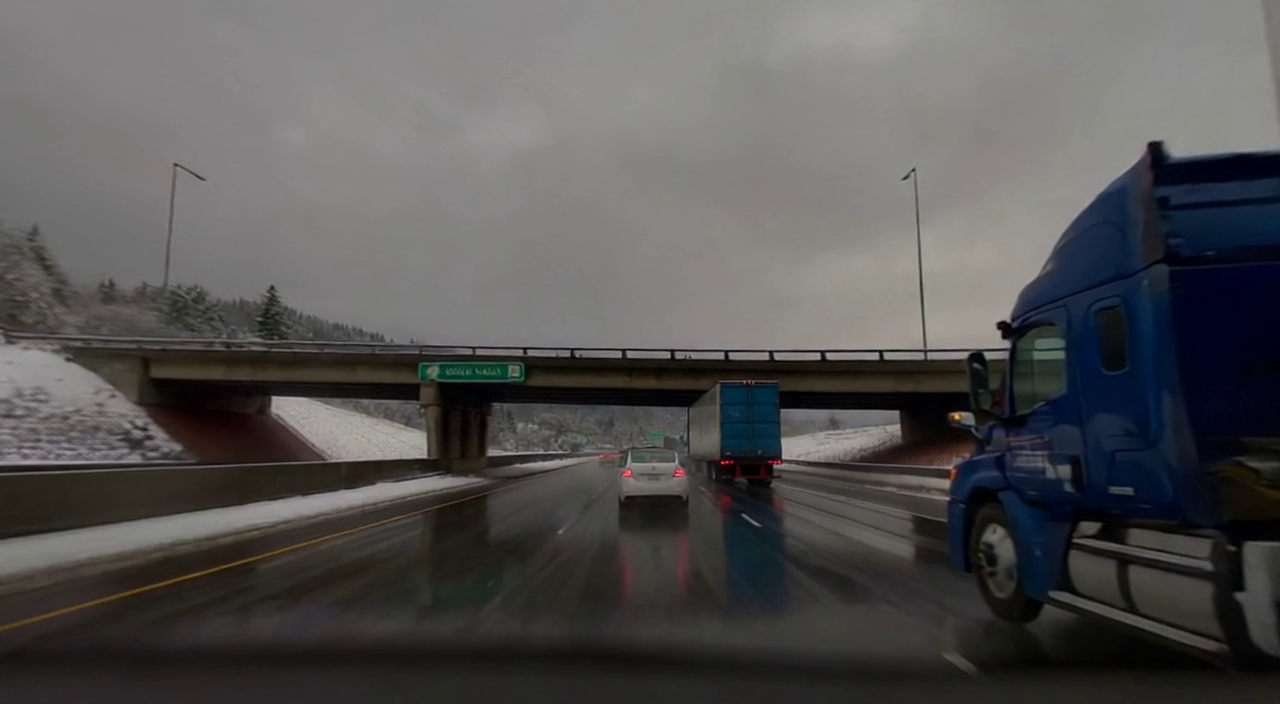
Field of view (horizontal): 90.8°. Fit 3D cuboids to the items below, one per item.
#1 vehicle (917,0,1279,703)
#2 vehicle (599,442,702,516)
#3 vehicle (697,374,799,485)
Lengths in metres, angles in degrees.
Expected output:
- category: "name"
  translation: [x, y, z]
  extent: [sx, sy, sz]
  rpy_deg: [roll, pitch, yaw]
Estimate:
- category: "vehicle"
  translation: [4.056, -0.435, 0.632]
  extent: [2.884, 3.930, 10.206]
  rpy_deg: [0, -9, 0]
- category: "vehicle"
  translation: [0.215, 2.824, 14.457]
  extent: [2.029, 1.437, 3.794]
  rpy_deg: [0, -9, 0]
- category: "vehicle"
  translation: [4.337, 3.479, 27.415]
  extent: [2.801, 4.039, 8.684]
  rpy_deg: [0, -9, 0]
